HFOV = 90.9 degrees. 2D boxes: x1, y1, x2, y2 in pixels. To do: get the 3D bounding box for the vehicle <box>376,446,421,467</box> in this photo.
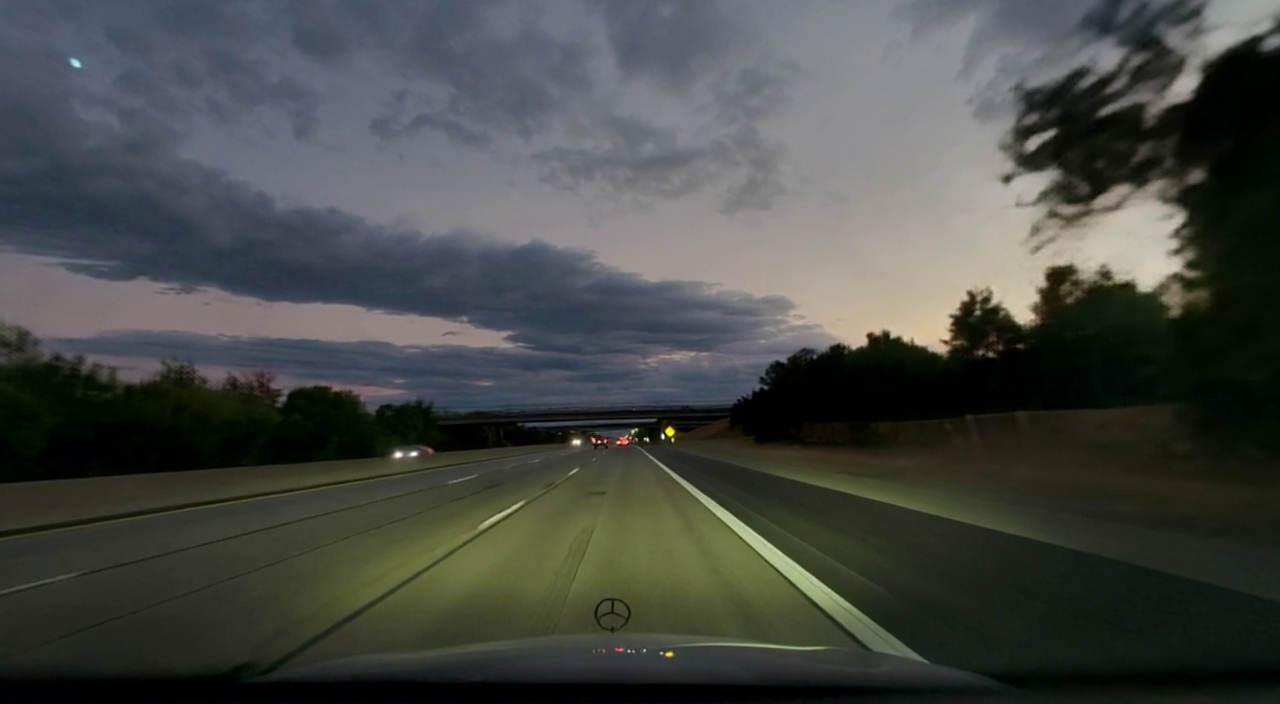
[{"bbox_3d":[-18.064,7.834,47.316,1.817,1.435,4.153,0,-8,-1],"label":"vehicle"}]
